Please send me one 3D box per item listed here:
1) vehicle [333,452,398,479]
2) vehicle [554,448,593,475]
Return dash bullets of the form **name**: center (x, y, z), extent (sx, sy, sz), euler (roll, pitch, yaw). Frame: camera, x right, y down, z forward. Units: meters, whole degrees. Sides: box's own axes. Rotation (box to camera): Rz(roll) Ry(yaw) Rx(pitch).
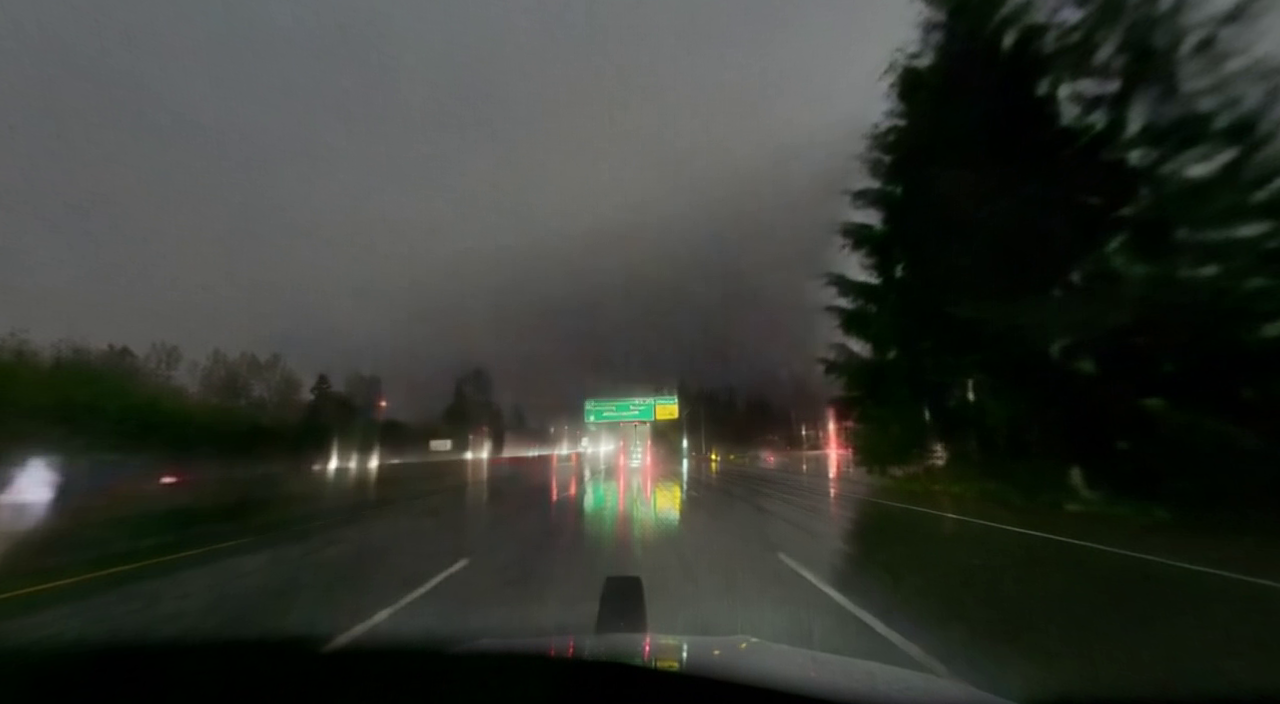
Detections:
- **vehicle**: center (-16.803, 6.950, 38.826), extent (1.938, 1.530, 4.463), euler (0, -9, 1)
- **vehicle**: center (-3.868, 6.464, 37.435), extent (1.886, 1.465, 4.119), euler (0, -9, 0)
